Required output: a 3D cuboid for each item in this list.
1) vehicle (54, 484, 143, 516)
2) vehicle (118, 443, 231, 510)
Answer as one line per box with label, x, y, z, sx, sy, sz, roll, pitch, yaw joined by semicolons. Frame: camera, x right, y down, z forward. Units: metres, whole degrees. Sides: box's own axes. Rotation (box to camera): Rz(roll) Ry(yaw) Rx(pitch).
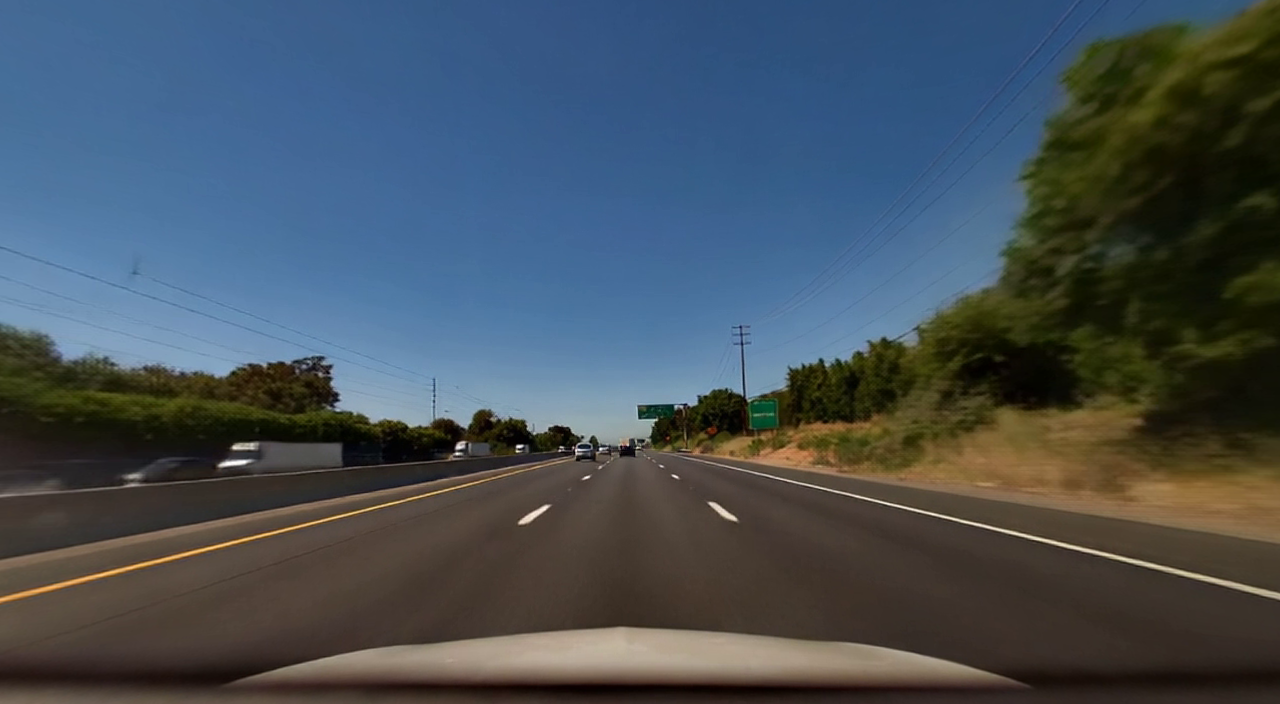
vehicle;-33.383;9.129;39.136;1.813;1.571;4.259;0;-8;-2
vehicle;-28.900;7.660;39.560;2.948;3.837;5.129;0;-8;-1
